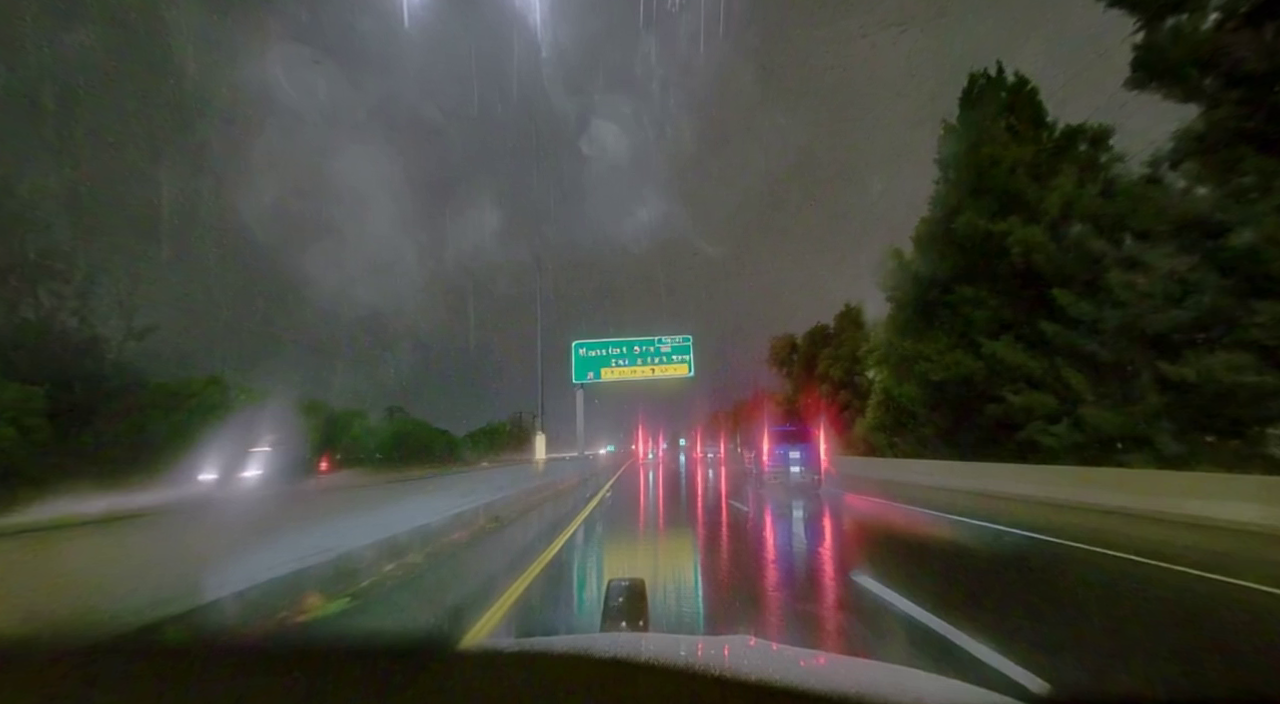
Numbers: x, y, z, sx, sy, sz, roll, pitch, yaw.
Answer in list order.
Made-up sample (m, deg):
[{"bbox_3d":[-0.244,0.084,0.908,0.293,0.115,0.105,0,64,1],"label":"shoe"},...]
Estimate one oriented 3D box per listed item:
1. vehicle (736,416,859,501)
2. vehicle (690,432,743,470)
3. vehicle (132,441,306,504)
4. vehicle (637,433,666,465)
[{"bbox_3d":[4.265,3.001,18.122,2.145,2.069,5.057,0,-8,-1],"label":"vehicle"},{"bbox_3d":[4.642,6.115,39.277,2.594,2.155,5.670,0,-8,0],"label":"vehicle"},{"bbox_3d":[-15.107,4.315,23.251,2.154,1.969,6.037,-1,-9,1],"label":"vehicle"},{"bbox_3d":[0.815,7.320,47.703,2.099,2.260,4.899,0,-9,-1],"label":"vehicle"}]
